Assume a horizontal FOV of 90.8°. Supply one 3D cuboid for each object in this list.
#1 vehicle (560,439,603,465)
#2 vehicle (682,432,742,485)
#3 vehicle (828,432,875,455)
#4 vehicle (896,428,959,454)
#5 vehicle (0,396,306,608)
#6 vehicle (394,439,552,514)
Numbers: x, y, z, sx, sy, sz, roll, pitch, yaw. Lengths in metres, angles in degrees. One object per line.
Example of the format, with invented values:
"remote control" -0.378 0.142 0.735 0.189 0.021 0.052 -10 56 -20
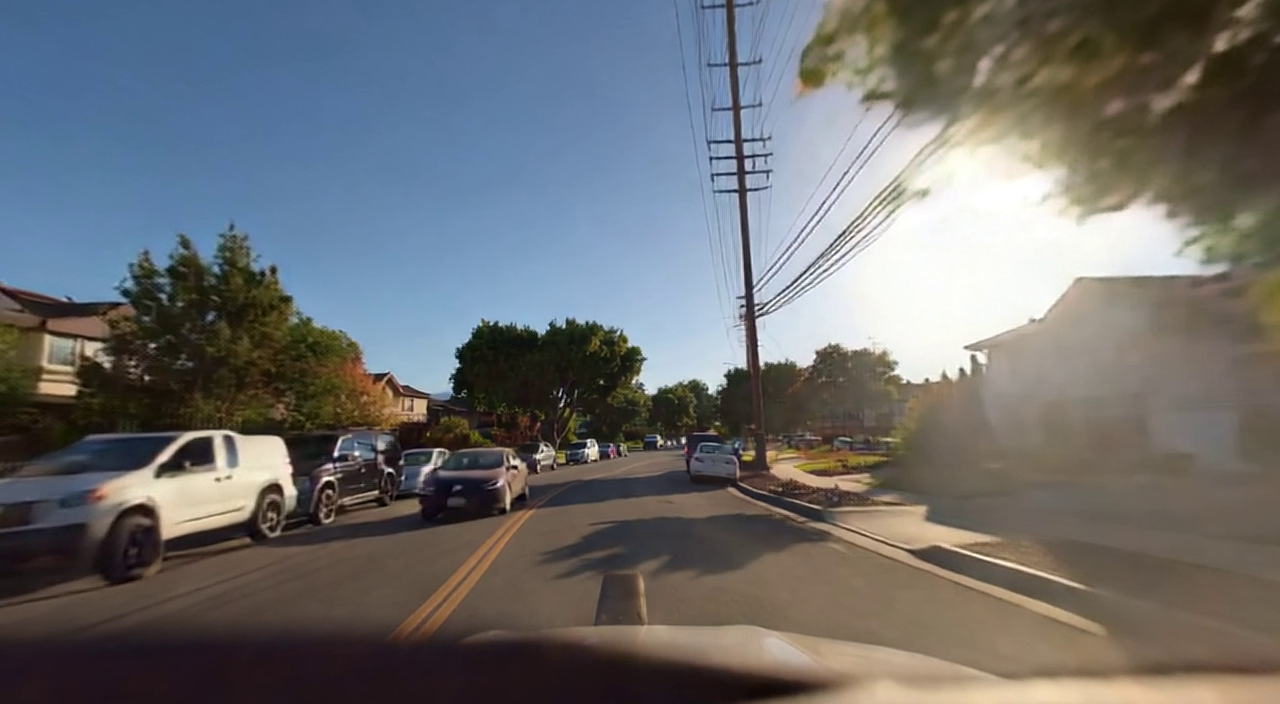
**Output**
"vehicle" -4.355 7.563 47.999 2.192 1.873 4.985 -1 -8 8
"vehicle" 2.698 4.034 24.289 2.032 1.810 5.047 -1 -8 5
"vehicle" 16.014 6.954 48.052 2.079 1.675 3.855 0 -8 -2
"vehicle" 21.244 6.644 46.937 2.253 1.805 4.842 2 -9 -2
"vehicle" -7.126 1.905 8.928 2.312 2.032 5.585 -1 -9 -6
"vehicle" -3.771 2.901 15.332 2.448 1.475 4.568 -2 -8 2
